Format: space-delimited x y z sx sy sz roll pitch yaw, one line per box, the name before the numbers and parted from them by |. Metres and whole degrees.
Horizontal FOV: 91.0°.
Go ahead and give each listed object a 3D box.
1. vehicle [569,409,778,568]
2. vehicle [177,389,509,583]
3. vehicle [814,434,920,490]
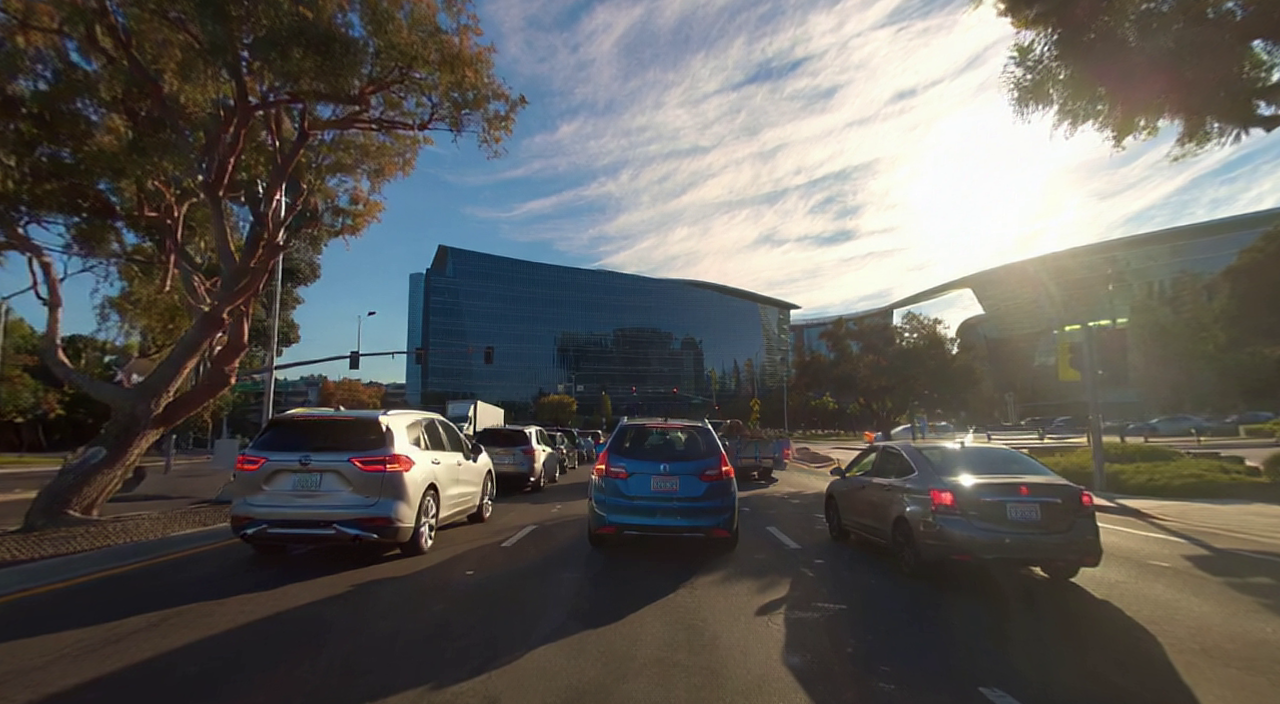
vehicle | 0.375 1.747 8.772 2.189 1.649 4.171 0 -8 1
vehicle | -3.255 1.581 8.169 2.085 1.812 4.388 0 -8 1
vehicle | 7.116 3.484 20.260 2.067 1.599 4.251 -1 -8 4
